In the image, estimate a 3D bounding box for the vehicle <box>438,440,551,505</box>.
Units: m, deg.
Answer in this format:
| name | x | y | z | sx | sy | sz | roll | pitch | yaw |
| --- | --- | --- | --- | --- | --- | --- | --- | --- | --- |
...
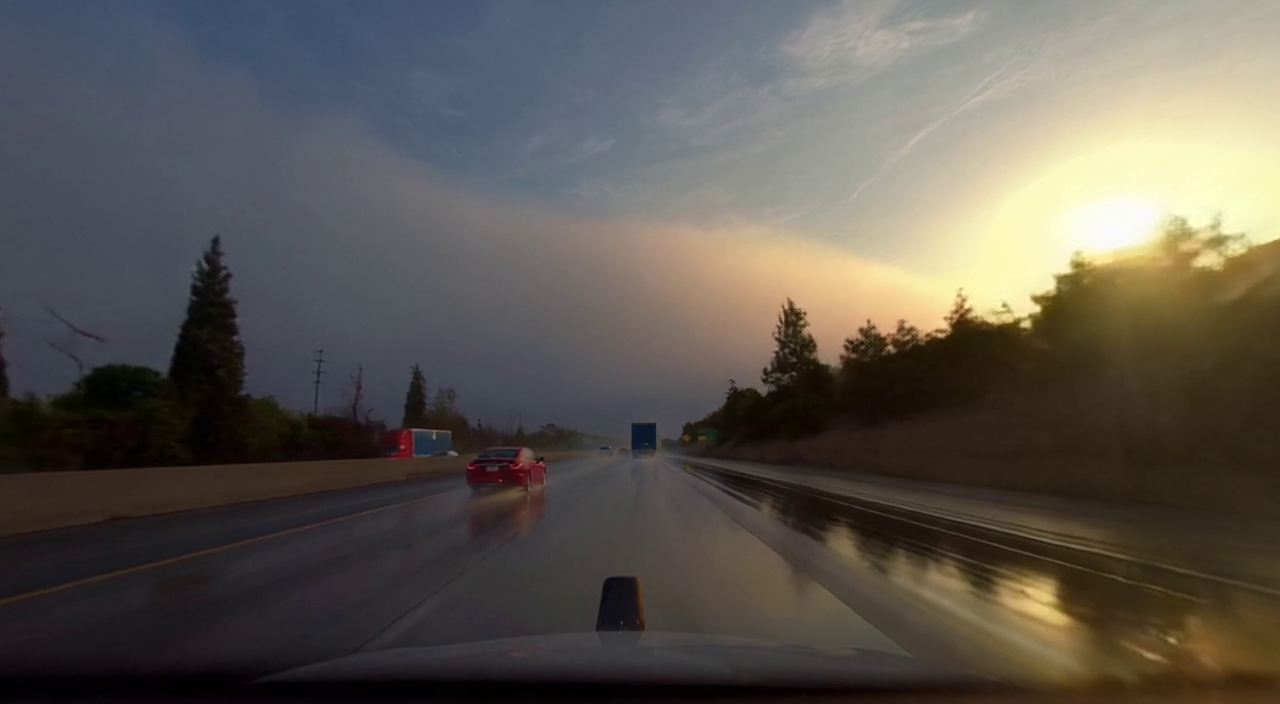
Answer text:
| name | x | y | z | sx | sy | sz | roll | pitch | yaw |
| --- | --- | --- | --- | --- | --- | --- | --- | --- | --- |
| vehicle | -3.865 | 3.297 | 17.720 | 1.999 | 1.533 | 4.870 | 0 | -9 | 0 |
